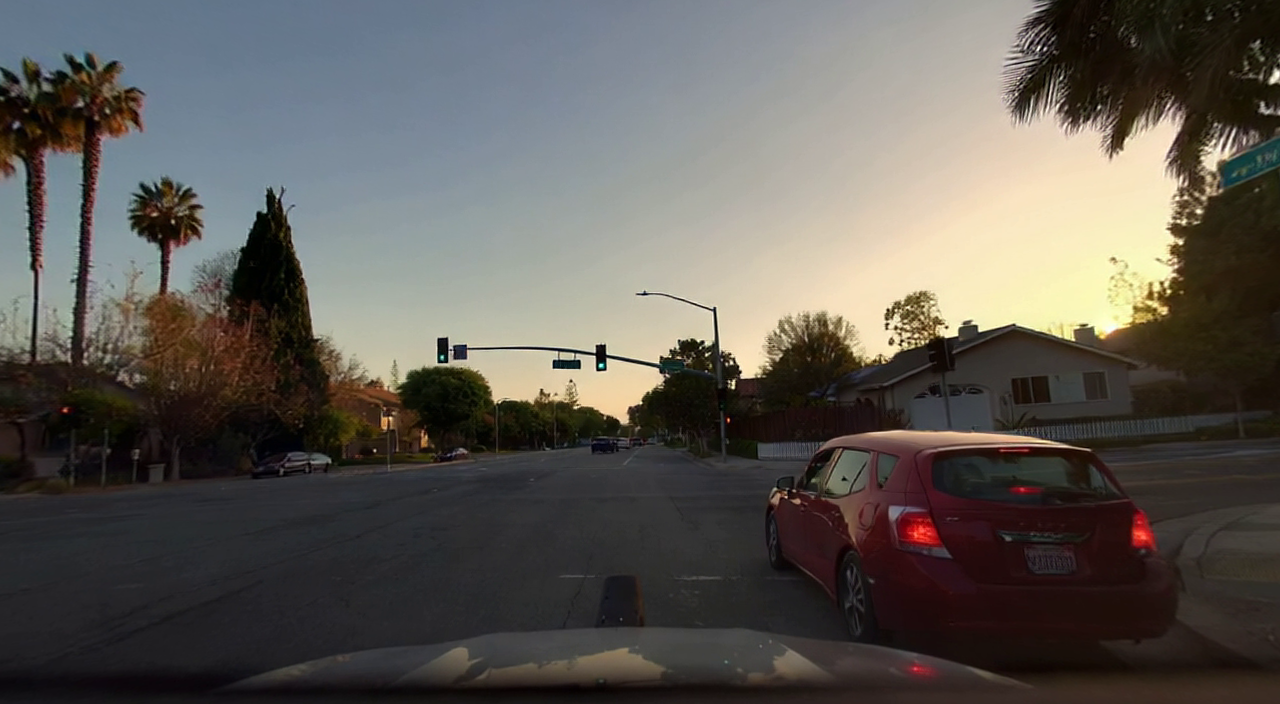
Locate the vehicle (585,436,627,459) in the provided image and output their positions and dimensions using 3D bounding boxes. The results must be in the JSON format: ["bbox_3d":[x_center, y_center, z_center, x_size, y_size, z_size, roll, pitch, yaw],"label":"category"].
[{"bbox_3d":[-2.358,6.854,45.468,2.083,1.541,4.777,-2,-9,9],"label":"vehicle"}]

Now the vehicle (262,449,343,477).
[{"bbox_3d":[-20.005,6.541,37.676,2.084,1.528,4.778,-1,-9,2],"label":"vehicle"}]
